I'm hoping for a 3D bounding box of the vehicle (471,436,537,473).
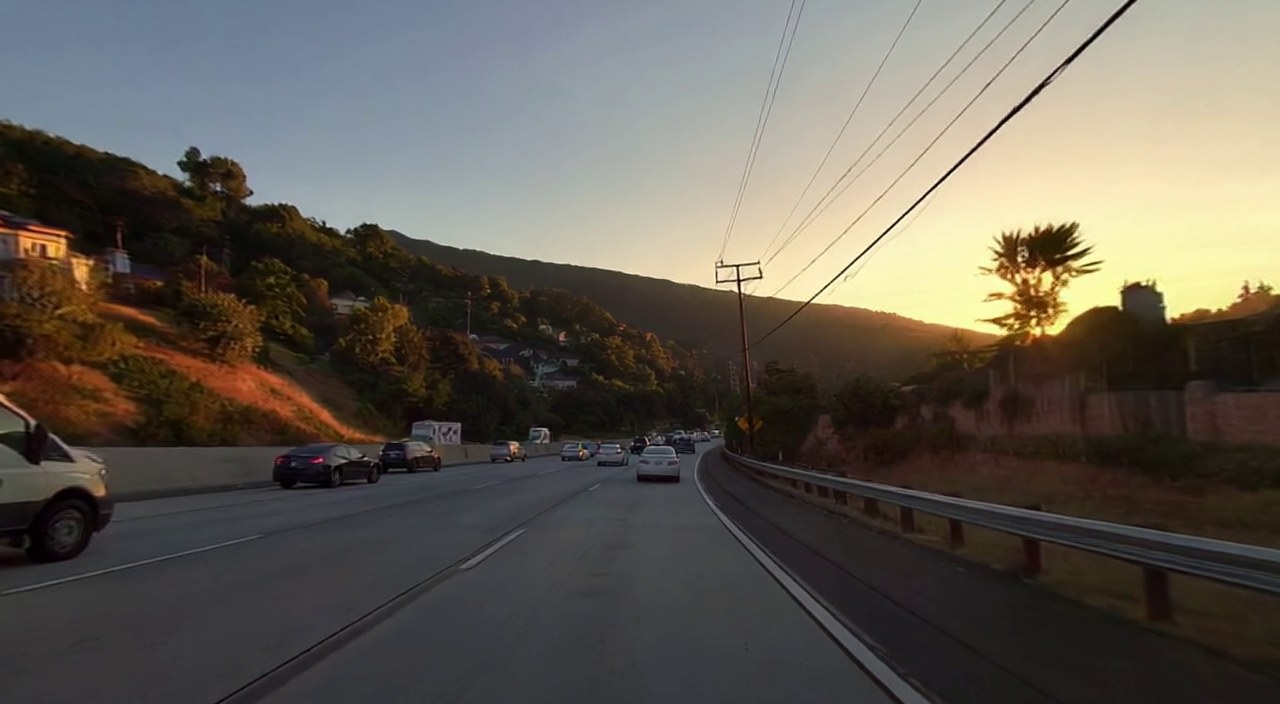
[{"bbox_3d":[-7.097,5.409,33.499,2.080,1.833,4.461,-1,-8,6],"label":"vehicle"}]

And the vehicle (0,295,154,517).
[{"bbox_3d":[-13.435,0.655,9.220,3.161,4.024,11.136,-1,-8,4],"label":"vehicle"}]

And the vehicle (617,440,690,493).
[{"bbox_3d":[0.509,3.611,20.301,2.109,1.495,3.935,-1,-8,3],"label":"vehicle"}]

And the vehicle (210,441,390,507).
[{"bbox_3d":[-8.605,3.090,16.547,1.959,1.469,4.450,-1,-8,5],"label":"vehicle"}]

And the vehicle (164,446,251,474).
[{"bbox_3d":[-24.183,6.001,35.422,1.808,1.461,4.066,-1,-8,3],"label":"vehicle"}]

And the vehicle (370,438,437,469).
[{"bbox_3d":[-14.590,6.262,39.173,2.020,1.790,4.563,-1,-8,5],"label":"vehicle"}]

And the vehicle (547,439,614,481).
[{"bbox_3d":[-2.485,4.663,27.593,2.121,1.639,4.383,-1,-8,5],"label":"vehicle"}]
